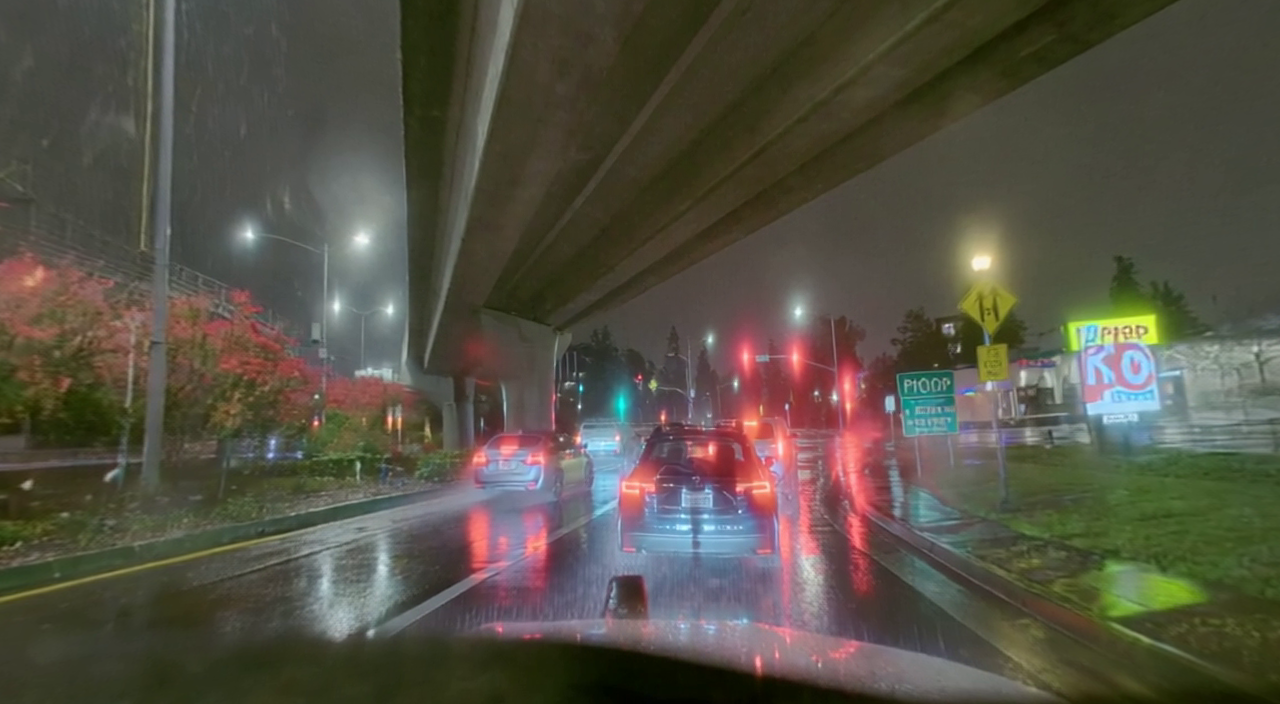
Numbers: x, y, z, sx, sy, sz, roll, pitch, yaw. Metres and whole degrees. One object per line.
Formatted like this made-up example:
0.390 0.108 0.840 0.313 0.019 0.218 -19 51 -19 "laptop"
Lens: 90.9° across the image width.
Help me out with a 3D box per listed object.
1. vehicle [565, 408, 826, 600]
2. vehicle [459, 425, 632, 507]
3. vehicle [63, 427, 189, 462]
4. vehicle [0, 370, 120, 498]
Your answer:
0.770 1.592 7.567 2.195 1.571 4.353 -2 -8 9 "vehicle"
-1.878 2.510 14.402 2.214 1.519 4.704 -2 -9 14 "vehicle"
-31.460 5.672 38.825 5.457 2.021 2.213 2 -9 -13 "vehicle"
-24.374 2.698 19.064 13.064 3.755 3.269 -1 -8 -13 "vehicle"
